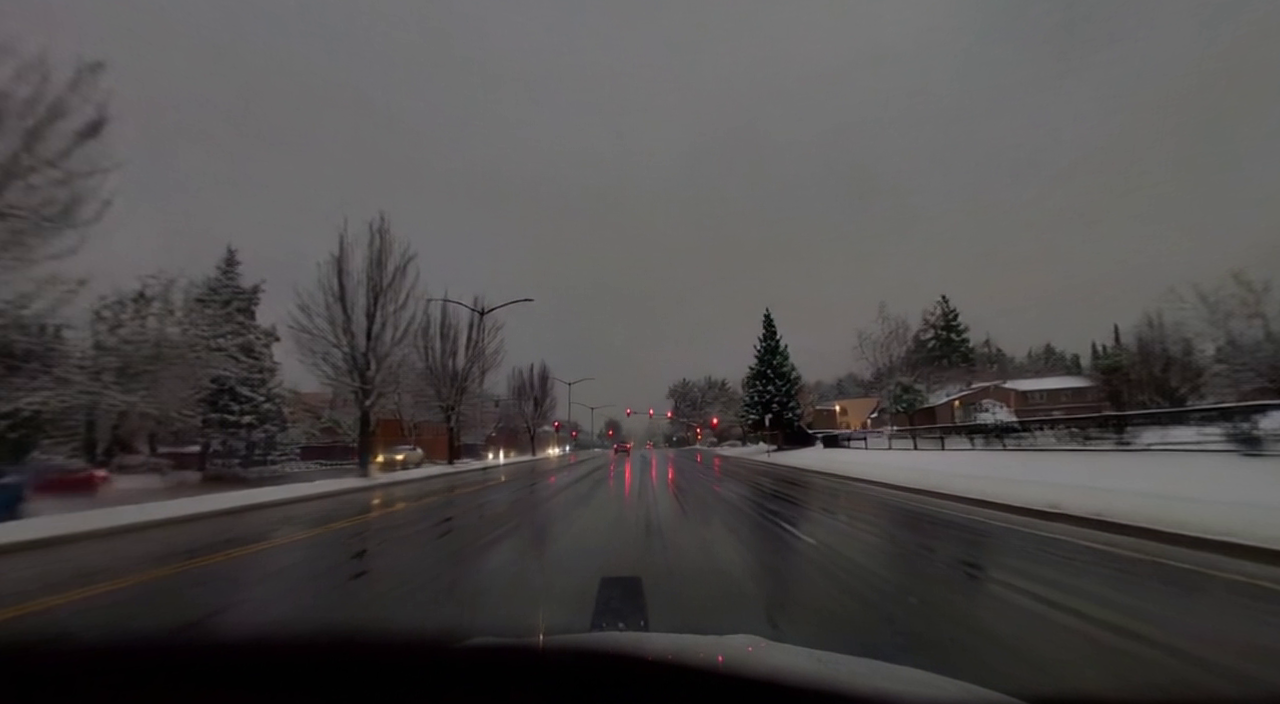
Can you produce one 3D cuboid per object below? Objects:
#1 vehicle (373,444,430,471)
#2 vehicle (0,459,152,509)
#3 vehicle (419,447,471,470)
[{"bbox_3d":[-16.707,7.410,44.480,2.072,1.727,4.786,0,-9,1],"label":"vehicle"},{"bbox_3d":[-20.856,4.731,23.051,2.062,1.504,4.877,0,-9,0],"label":"vehicle"},{"bbox_3d":[-13.079,7.145,42.610,1.954,1.457,4.516,-1,-9,2],"label":"vehicle"}]
